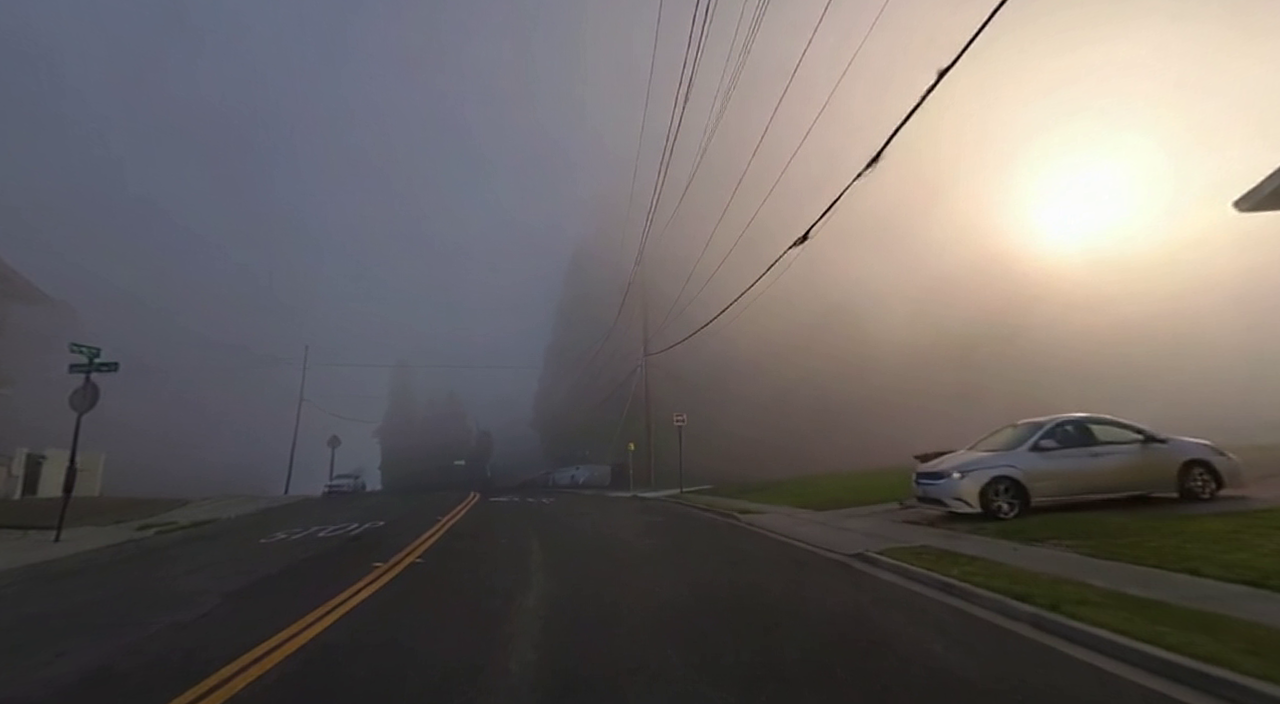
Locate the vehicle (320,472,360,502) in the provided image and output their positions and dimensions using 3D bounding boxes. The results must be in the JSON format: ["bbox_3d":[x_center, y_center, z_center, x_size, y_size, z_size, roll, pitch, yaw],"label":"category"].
[{"bbox_3d":[-20.167,9.009,42.412,1.994,1.515,4.385,4,-8,-30],"label":"vehicle"}]

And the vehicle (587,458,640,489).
[{"bbox_3d":[-2.076,9.007,47.241,2.184,1.885,5.343,3,-8,-23],"label":"vehicle"}]

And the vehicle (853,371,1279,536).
[{"bbox_3d":[6.743,1.592,10.262,5.578,1.842,2.300,-4,-9,-7],"label":"vehicle"}]
